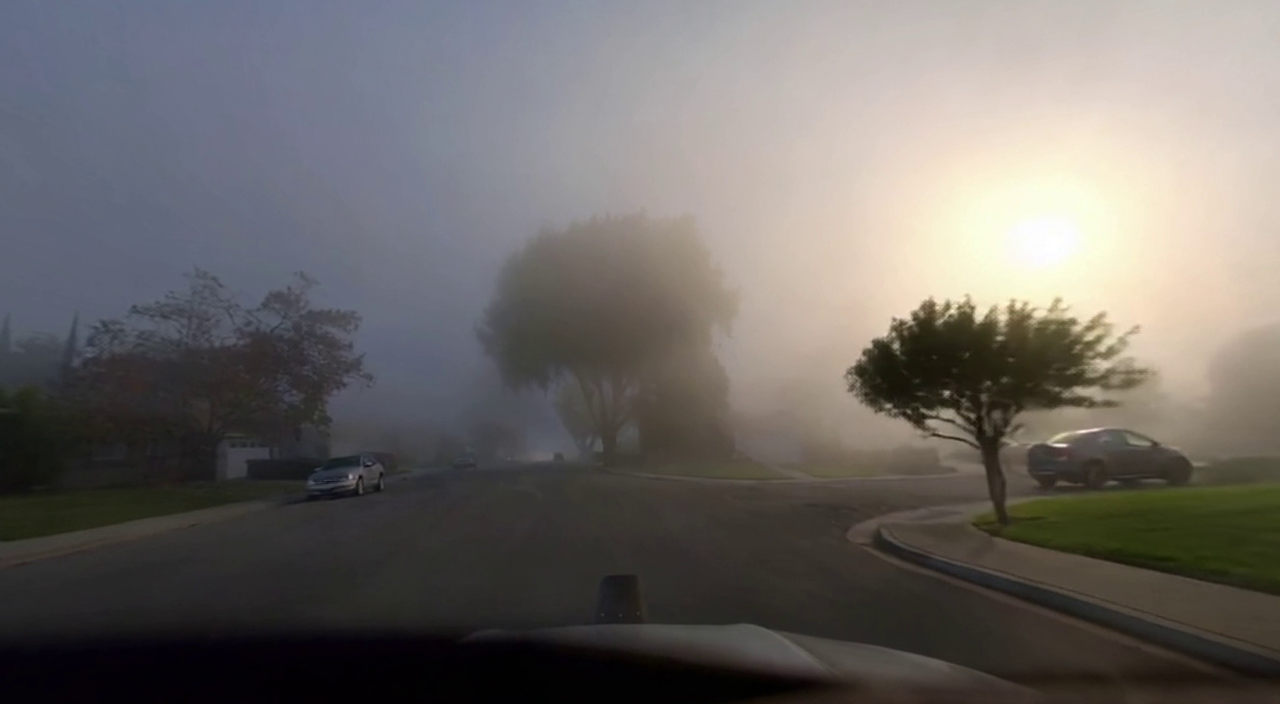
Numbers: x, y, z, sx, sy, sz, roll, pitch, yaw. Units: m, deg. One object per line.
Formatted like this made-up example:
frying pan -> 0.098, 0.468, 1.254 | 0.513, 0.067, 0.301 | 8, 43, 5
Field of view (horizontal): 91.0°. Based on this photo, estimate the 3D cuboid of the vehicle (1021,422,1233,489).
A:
vehicle -> 14.330, 3.027, 18.658 | 4.933, 1.817, 2.014 | 1, -9, -9

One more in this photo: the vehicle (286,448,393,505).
vehicle -> -9.493, 3.928, 20.280 | 1.938, 1.499, 4.290 | -2, -9, -9
